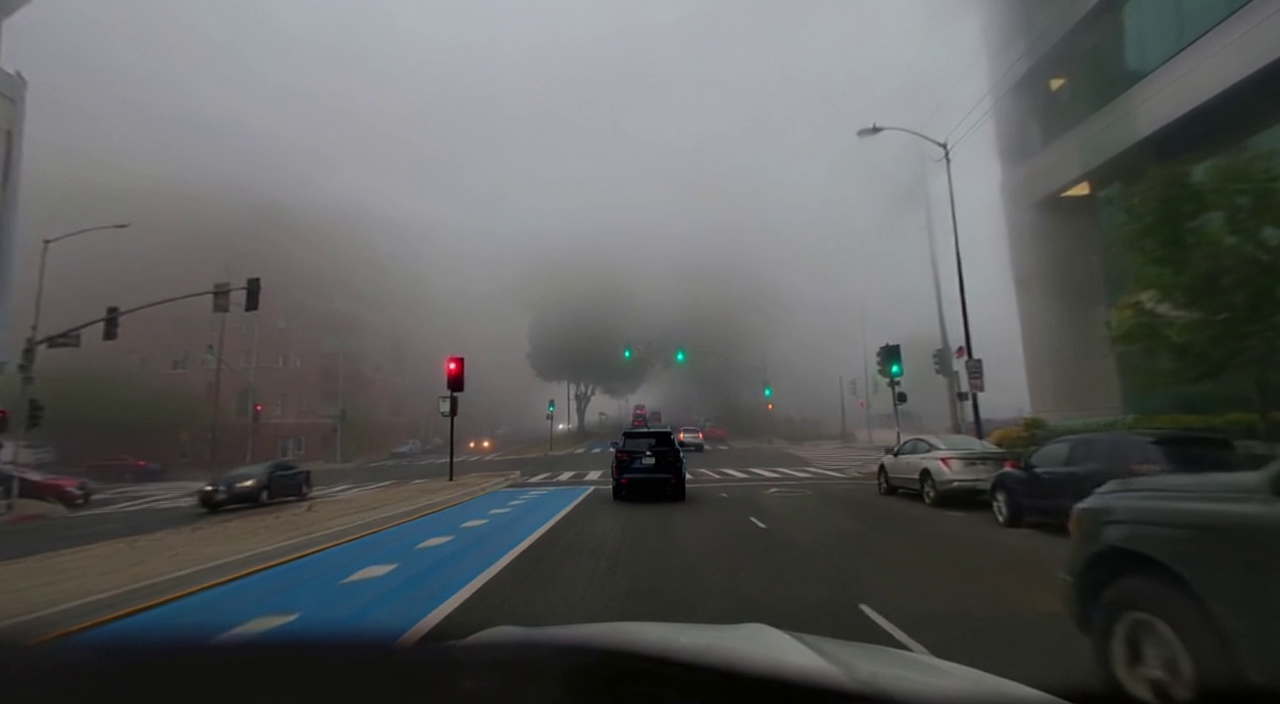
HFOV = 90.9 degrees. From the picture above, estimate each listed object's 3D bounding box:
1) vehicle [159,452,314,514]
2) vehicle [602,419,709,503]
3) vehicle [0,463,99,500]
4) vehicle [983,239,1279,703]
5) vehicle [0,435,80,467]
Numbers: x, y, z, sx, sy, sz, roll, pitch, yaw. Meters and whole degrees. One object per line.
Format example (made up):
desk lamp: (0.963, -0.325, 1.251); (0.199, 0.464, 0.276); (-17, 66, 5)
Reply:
vehicle: (-13.334, 4.299, 21.309); (2.025, 1.785, 4.845); (0, -9, 0)
vehicle: (0.353, 2.654, 15.671); (2.283, 1.773, 4.255); (0, -9, 1)
vehicle: (-28.066, 5.942, 29.033); (4.478, 1.578, 1.890); (0, -9, 1)
vehicle: (3.347, 0.426, 0.546); (2.487, 2.048, 6.443); (0, -9, 0)
vehicle: (-36.449, 5.899, 37.597); (1.966, 1.807, 4.441); (0, -9, -1)
